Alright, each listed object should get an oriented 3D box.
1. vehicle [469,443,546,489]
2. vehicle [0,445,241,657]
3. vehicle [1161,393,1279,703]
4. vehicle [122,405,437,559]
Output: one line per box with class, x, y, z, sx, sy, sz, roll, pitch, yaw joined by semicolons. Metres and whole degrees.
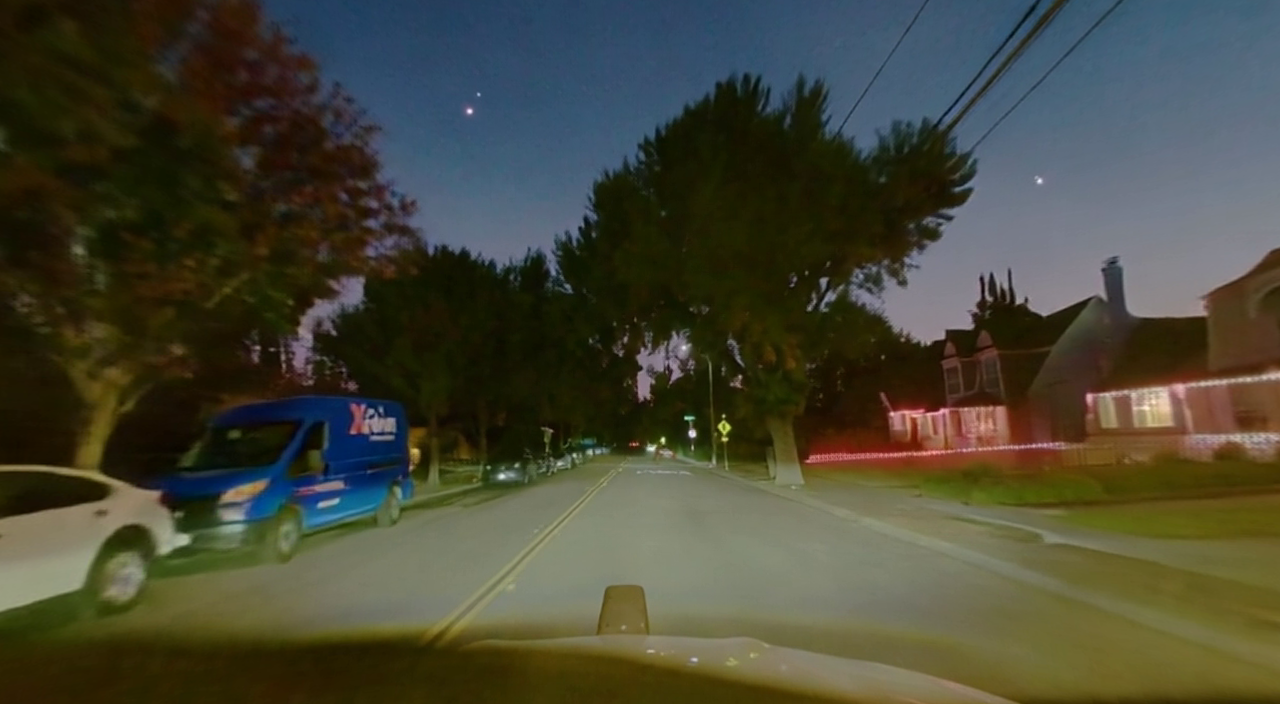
vehicle;-5.021;4.344;24.500;2.038;1.571;4.524;0;-8;0
vehicle;-5.620;1.503;4.890;1.909;1.517;4.580;0;-8;2
vehicle;3.197;0.643;0.343;1.945;1.514;4.552;0;-8;0
vehicle;-5.640;2.099;11.070;2.315;2.008;5.343;0;-8;0
